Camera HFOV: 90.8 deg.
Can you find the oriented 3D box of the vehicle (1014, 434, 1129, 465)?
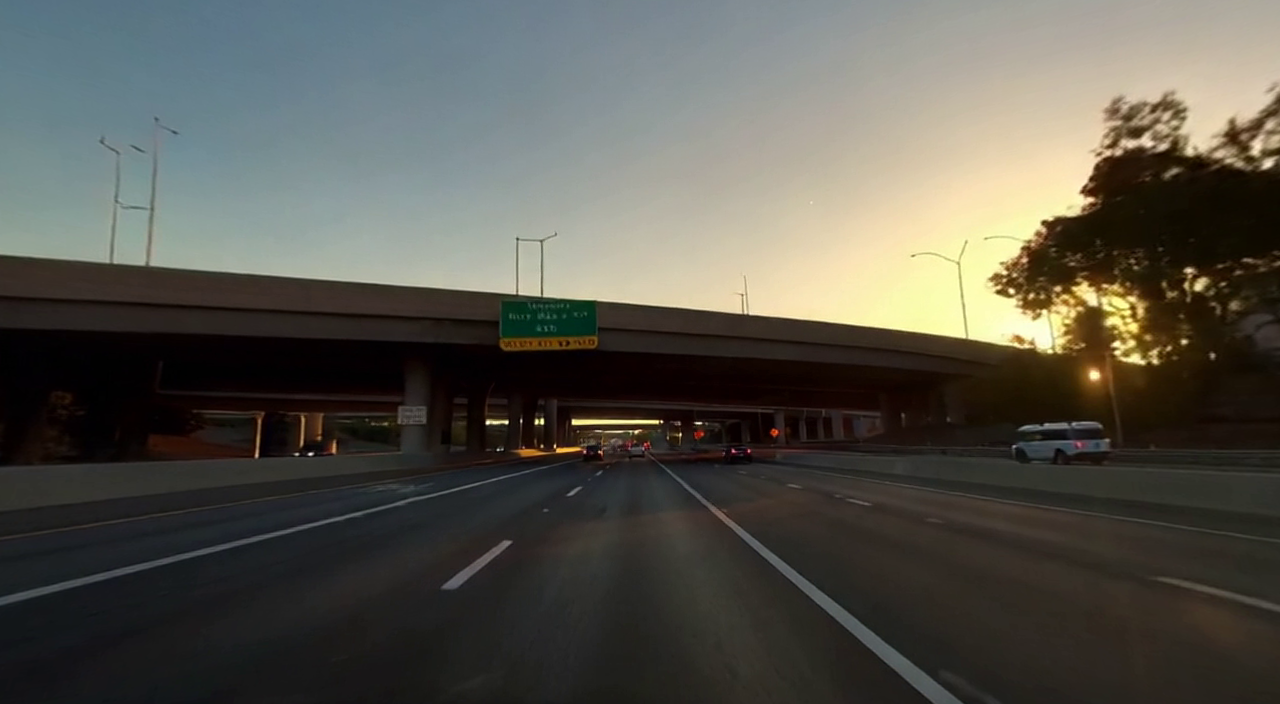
[{"bbox_3d":[22.341,5.082,33.022,1.821,1.479,5.004,2,-8,-12],"label":"vehicle"}]

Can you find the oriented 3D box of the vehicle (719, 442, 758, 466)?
[{"bbox_3d":[7.058,7.373,45.775,2.075,1.611,4.421,0,-8,-1],"label":"vehicle"}]
